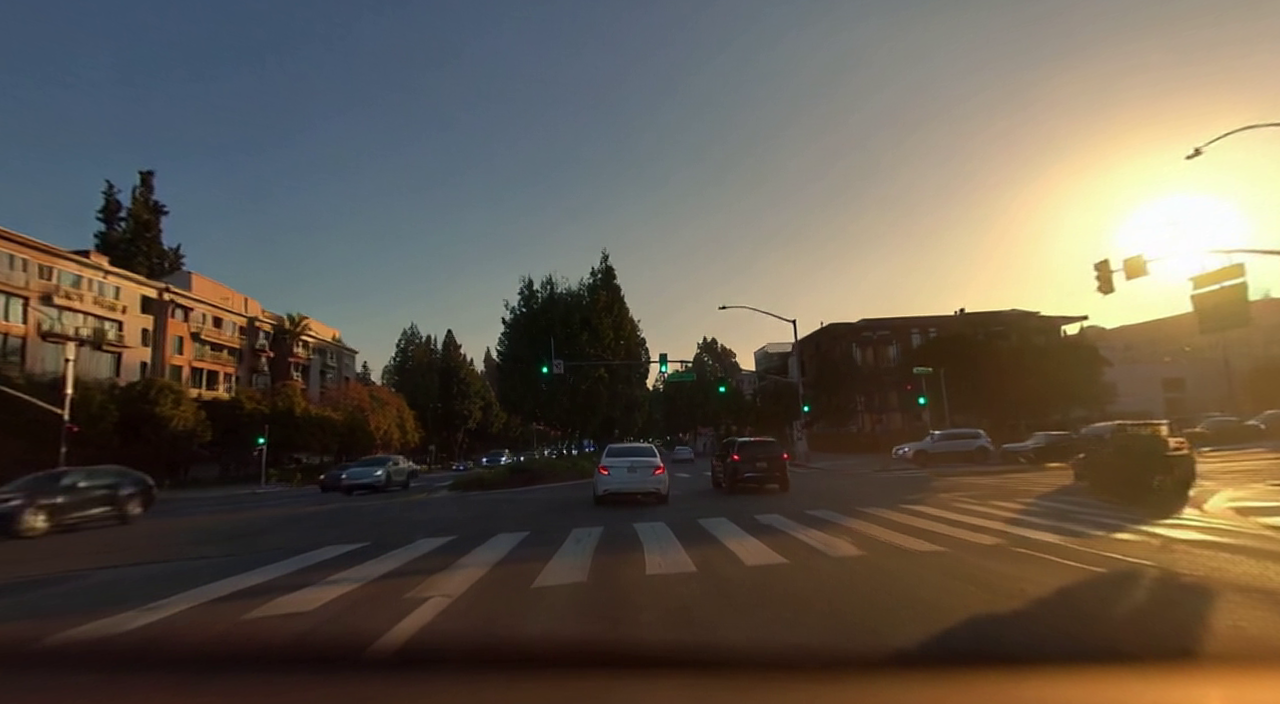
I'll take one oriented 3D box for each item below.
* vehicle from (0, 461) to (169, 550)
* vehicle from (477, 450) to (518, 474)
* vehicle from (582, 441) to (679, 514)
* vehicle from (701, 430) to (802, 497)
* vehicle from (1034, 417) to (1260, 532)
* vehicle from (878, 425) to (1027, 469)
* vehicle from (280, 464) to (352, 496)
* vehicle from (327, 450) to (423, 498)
[{"bbox_3d":[-14.841,3.781,16.197,1.908,1.797,4.620,0,-8,1],"label":"vehicle"},{"bbox_3d":[-11.055,8.576,49.498,2.102,1.758,4.532,0,-8,1],"label":"vehicle"},{"bbox_3d":[-0.254,2.925,15.237,2.034,1.500,3.966,0,-8,-1],"label":"vehicle"},{"bbox_3d":[3.207,3.321,19.187,2.107,1.773,4.557,0,-8,-1],"label":"vehicle"},{"bbox_3d":[9.277,2.229,12.112,2.039,1.760,4.319,-3,-9,21],"label":"vehicle"},{"bbox_3d":[15.129,4.654,31.006,6.013,2.030,2.461,-2,-9,12],"label":"vehicle"},{"bbox_3d":[-18.302,7.223,35.903,1.840,1.511,4.229,0,-8,0],"label":"vehicle"},{"bbox_3d":[-11.253,5.179,27.255,2.078,1.795,4.636,0,-8,1],"label":"vehicle"}]
